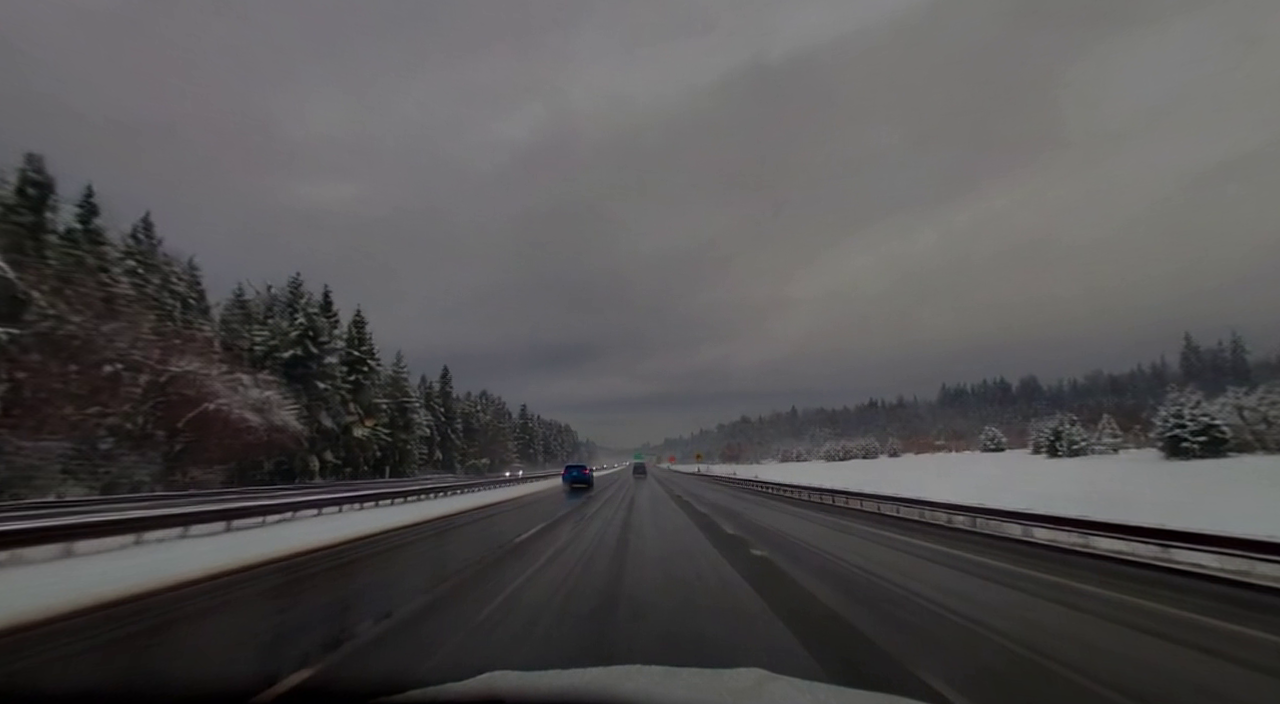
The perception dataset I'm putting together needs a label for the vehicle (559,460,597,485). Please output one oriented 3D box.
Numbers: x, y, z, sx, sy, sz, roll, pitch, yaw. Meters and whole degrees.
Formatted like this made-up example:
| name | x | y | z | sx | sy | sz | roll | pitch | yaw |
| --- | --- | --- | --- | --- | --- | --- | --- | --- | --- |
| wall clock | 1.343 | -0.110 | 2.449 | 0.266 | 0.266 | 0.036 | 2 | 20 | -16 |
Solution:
| name | x | y | z | sx | sy | sz | roll | pitch | yaw |
| --- | --- | --- | --- | --- | --- | --- | --- | --- | --- |
| vehicle | -4.037 | 8.004 | 41.941 | 2.081 | 1.586 | 4.245 | 1 | -10 | 0 |
